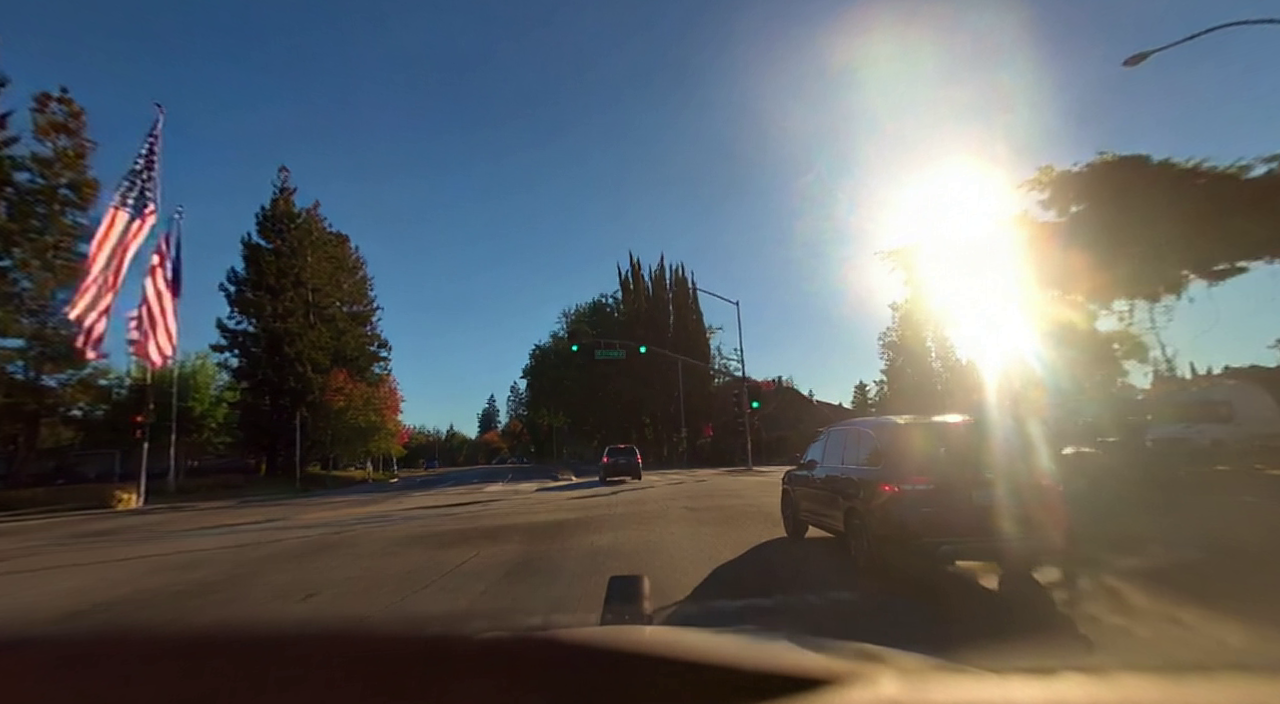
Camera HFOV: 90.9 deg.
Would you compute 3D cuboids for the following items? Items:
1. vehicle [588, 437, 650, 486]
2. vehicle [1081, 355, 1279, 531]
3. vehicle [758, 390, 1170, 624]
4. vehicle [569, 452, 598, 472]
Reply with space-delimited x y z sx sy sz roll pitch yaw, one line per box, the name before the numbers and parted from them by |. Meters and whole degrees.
vehicle | -0.989 4.498 26.294 2.185 1.822 4.583 1 -8 -7
vehicle | 9.456 1.458 10.260 2.578 2.251 4.782 -4 -9 22
vehicle | 2.798 1.455 6.947 2.024 1.686 4.588 0 -8 -1
vehicle | -4.504 8.613 49.592 1.887 1.458 4.275 1 -8 -10
